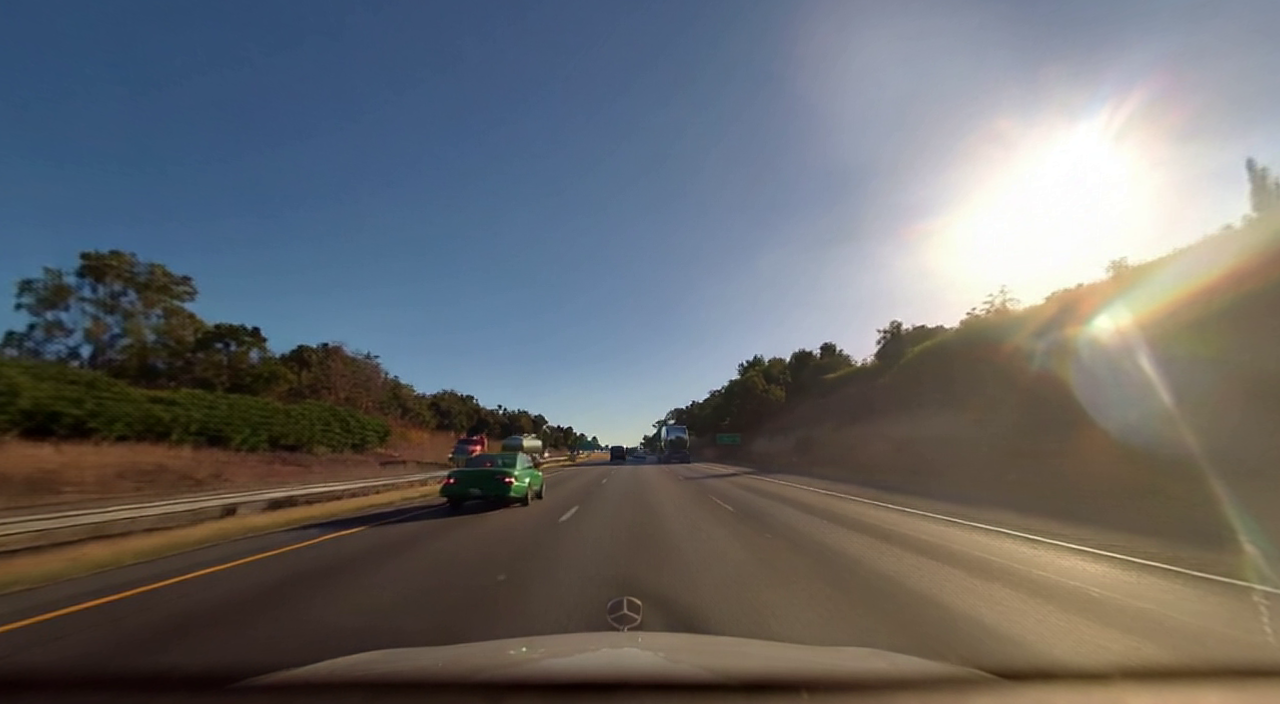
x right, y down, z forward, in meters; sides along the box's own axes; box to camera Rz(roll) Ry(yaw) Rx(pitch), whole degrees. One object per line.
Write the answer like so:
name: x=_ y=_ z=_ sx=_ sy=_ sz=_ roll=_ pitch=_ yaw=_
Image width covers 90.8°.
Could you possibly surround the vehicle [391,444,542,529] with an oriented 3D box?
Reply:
vehicle: x=-3.428 y=2.720 z=13.326 sx=2.013 sy=1.498 sz=3.908 roll=-1 pitch=-9 yaw=1
